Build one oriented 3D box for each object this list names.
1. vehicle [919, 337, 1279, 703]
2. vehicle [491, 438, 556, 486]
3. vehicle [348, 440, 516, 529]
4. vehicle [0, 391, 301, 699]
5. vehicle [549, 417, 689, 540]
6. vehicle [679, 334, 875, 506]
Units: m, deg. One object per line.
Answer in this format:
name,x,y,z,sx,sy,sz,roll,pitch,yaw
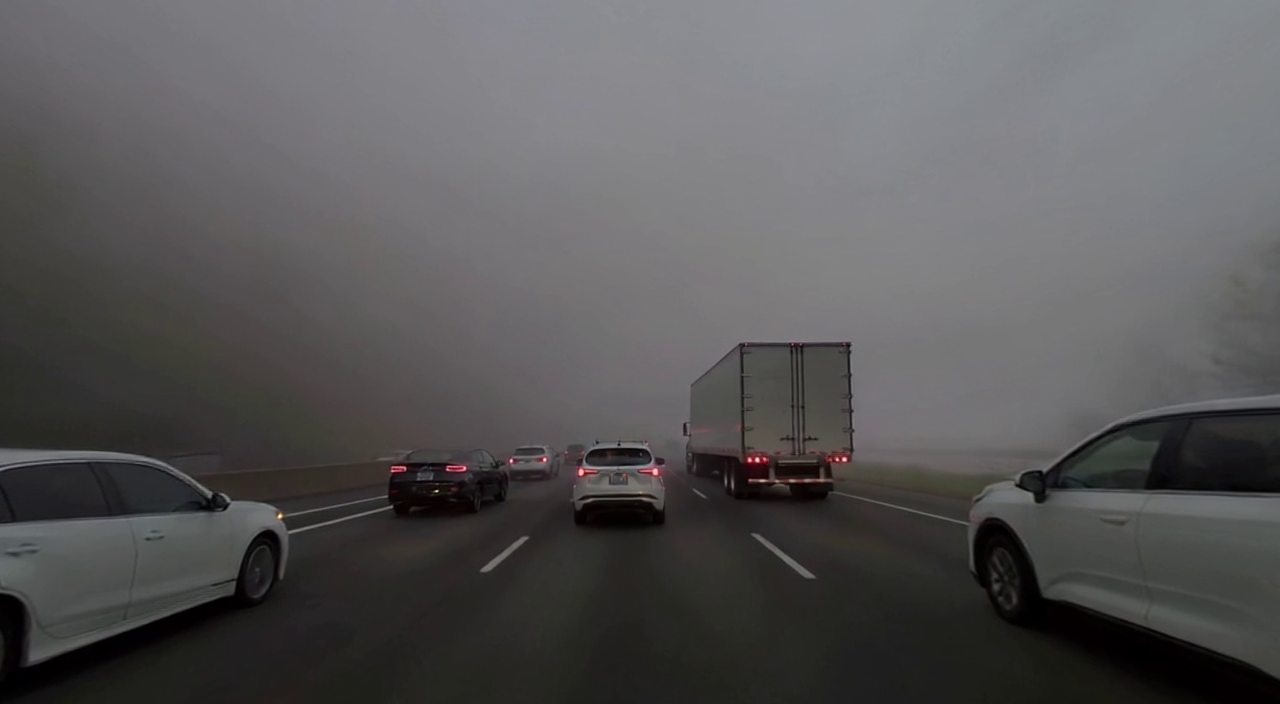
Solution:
vehicle,3.639,0.964,3.454,2.076,1.751,4.666,0,-9,0
vehicle,-4.737,4.554,26.255,1.959,1.808,3.790,0,-9,0
vehicle,-3.986,2.598,12.957,1.923,1.503,4.293,0,-9,1
vehicle,-4.299,1.173,4.271,1.789,1.620,3.841,0,-9,1
vehicle,-0.309,2.181,11.382,2.037,1.792,4.194,0,-9,0
vehicle,3.734,2.805,22.877,3.186,4.111,15.553,0,-9,-2
